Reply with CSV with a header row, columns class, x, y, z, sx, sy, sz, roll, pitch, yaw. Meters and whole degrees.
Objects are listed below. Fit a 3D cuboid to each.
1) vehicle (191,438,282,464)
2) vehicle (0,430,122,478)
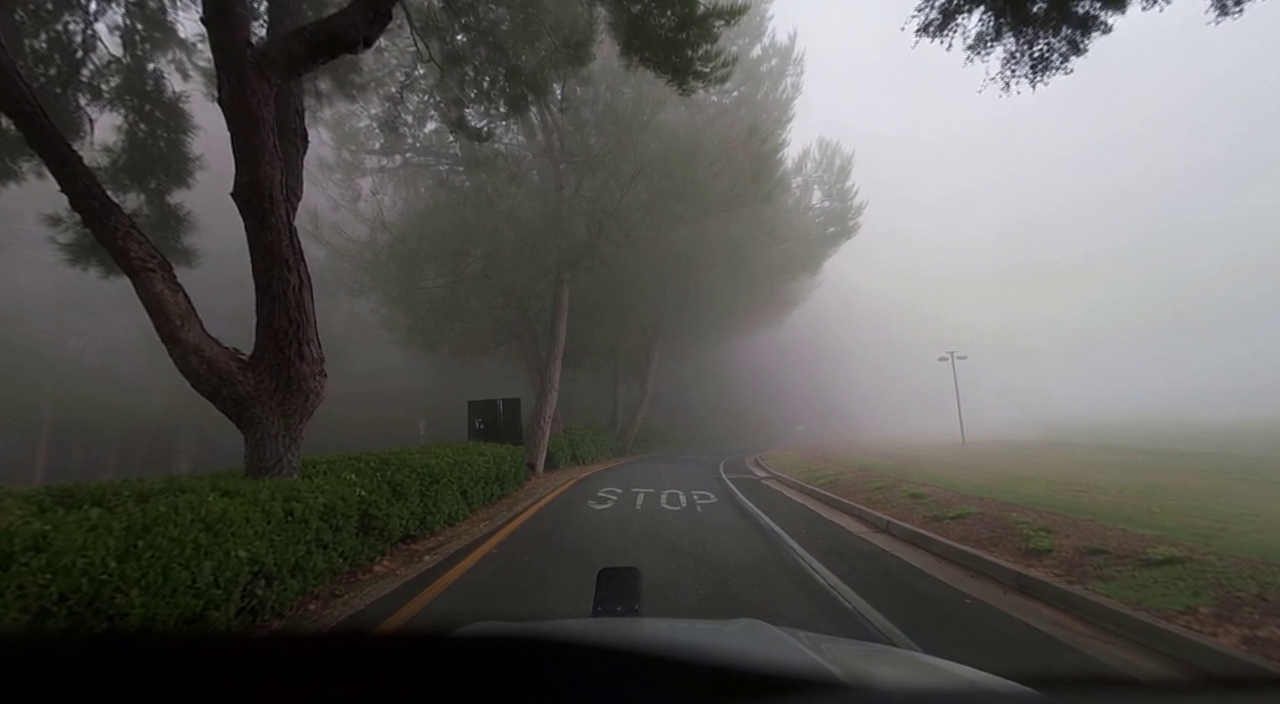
class,x,y,z,sx,sy,sz,roll,pitch,yaw
vehicle,-23.934,5.898,37.561,4.007,1.459,1.952,0,-10,0
vehicle,-28.346,4.935,30.717,4.733,1.892,1.939,-4,-4,2
